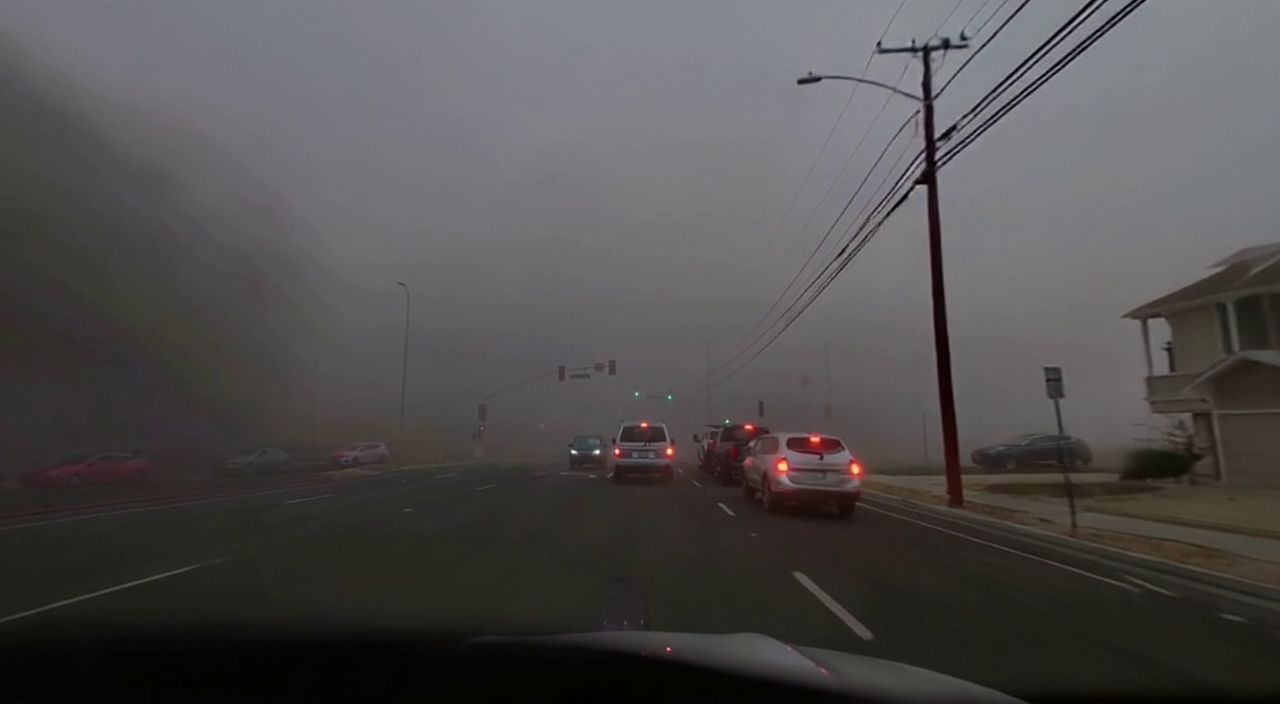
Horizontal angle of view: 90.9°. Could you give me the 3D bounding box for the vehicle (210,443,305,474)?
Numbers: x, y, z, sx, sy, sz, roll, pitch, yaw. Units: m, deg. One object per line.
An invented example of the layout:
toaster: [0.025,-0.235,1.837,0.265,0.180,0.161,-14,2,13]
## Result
vehicle: [-19.723,5.493,32.785,1.891,1.460,4.681,0,-8,2]

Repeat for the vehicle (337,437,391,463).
vehicle: [-19.913,7.083,45.710,1.996,1.809,4.699,0,-8,-3]

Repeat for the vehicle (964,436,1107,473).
vehicle: [16.571,4.305,26.603,4.671,1.495,1.900,-1,-8,4]

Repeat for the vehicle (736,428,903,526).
vehicle: [3.124,2.263,11.970,2.002,1.511,4.124,0,-8,1]

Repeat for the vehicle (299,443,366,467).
vehicle: [-19.672,6.589,40.577,1.830,1.436,4.771,0,-8,2]

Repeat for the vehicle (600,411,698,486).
vehicle: [0.267,3.105,20.375,2.769,2.087,5.130,0,-8,0]

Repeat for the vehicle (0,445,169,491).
vehicle: [-19.828,4.103,22.735,1.866,1.471,4.770,0,-8,1]

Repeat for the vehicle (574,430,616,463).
vehicle: [-2.604,5.626,37.595,1.999,1.864,4.279,0,-8,3]
